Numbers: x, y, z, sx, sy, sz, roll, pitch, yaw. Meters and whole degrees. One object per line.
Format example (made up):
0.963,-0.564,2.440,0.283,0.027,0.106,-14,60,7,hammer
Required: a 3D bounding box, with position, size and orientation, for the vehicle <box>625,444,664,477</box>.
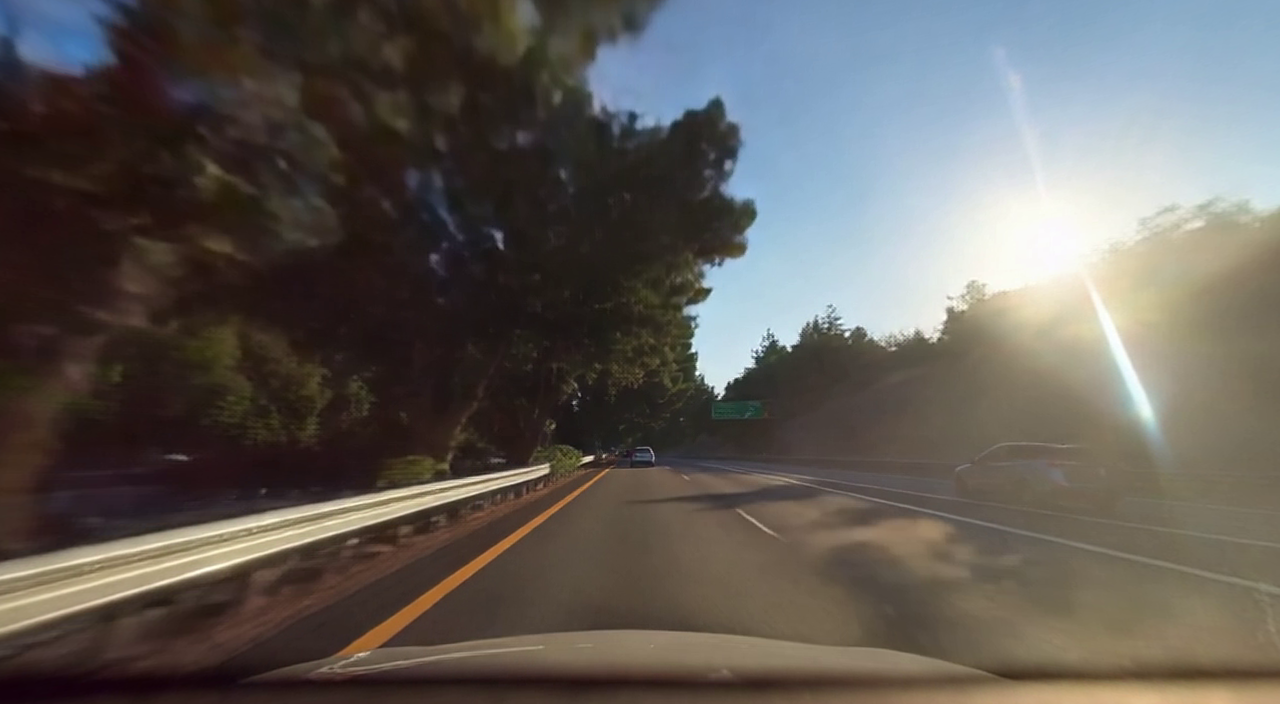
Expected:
0.216,5.774,33.661,1.987,1.658,3.620,0,-9,-1,vehicle
